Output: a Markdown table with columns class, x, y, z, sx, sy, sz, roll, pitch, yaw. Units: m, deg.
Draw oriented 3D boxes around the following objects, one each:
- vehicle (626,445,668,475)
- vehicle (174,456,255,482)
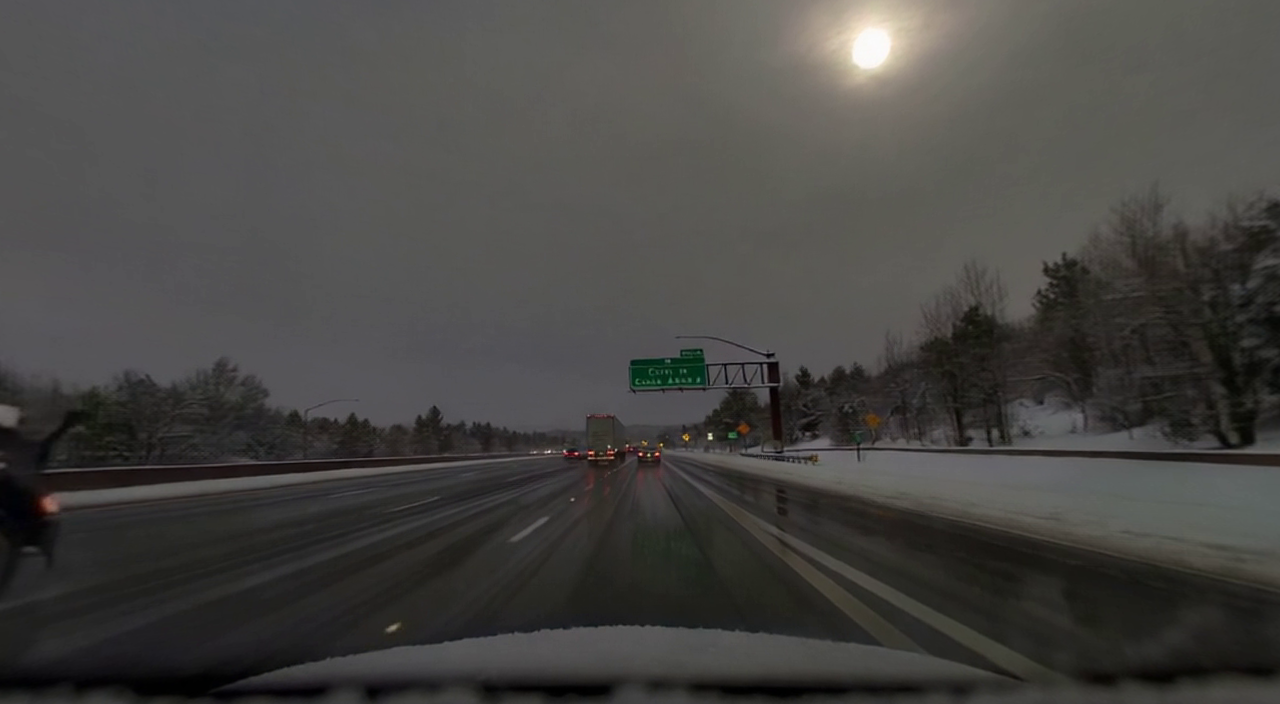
| class | x | y | z | sx | sy | sz | roll | pitch | yaw |
| --- | --- | --- | --- | --- | --- | --- | --- | --- | --- |
| vehicle | 0.326 | 5.645 | 33.051 | 2.066 | 1.469 | 4.050 | 0 | -9 | -1 |
| vehicle | -31.115 | 8.532 | 46.261 | 2.230 | 1.690 | 5.153 | -1 | -9 | 2 |
